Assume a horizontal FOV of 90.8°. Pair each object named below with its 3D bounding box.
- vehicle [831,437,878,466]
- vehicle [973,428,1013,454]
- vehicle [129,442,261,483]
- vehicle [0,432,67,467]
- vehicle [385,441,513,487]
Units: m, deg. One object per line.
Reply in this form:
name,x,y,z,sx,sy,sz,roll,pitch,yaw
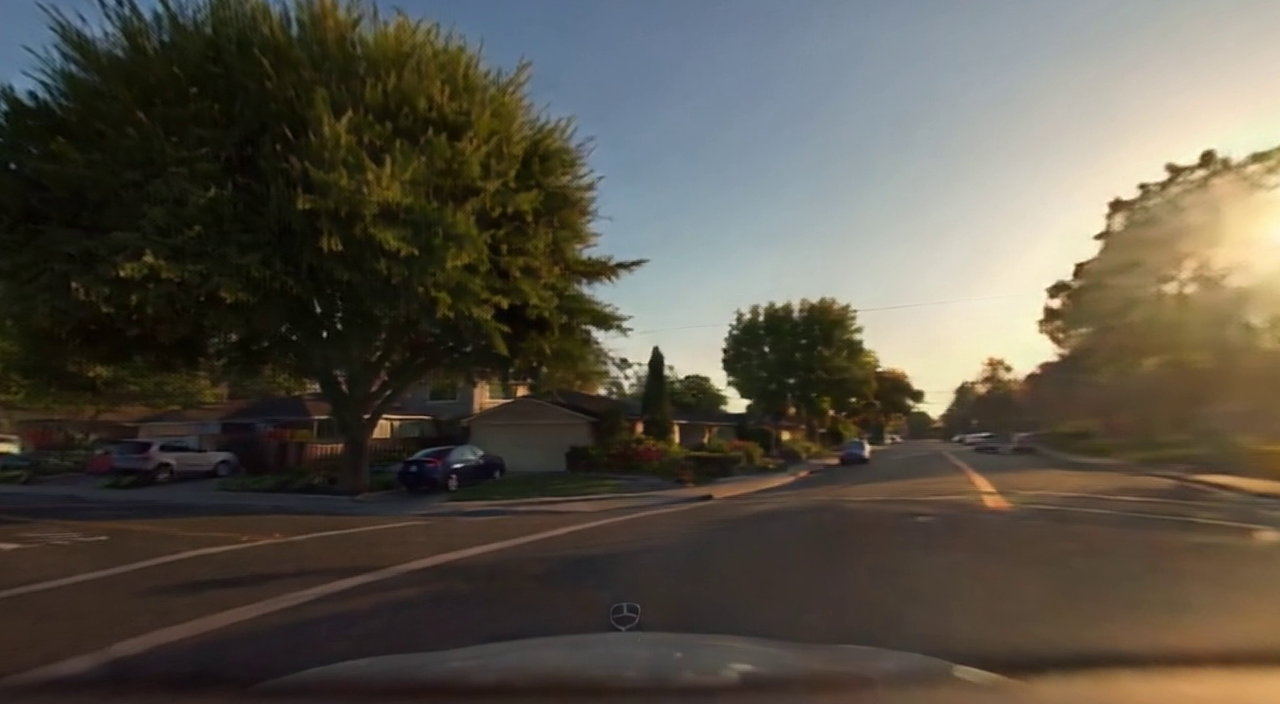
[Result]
vehicle,12.420,5.695,36.417,2.075,1.551,4.074,-4,-9,24
vehicle,24.854,6.298,44.579,2.116,1.711,4.155,-4,-9,26
vehicle,-19.586,4.829,28.026,1.978,1.666,4.230,-4,-9,25
vehicle,-36.119,5.538,35.771,2.181,1.911,4.861,-5,-8,24
vehicle,-6.895,4.061,23.397,1.917,1.499,4.569,-4,-9,25
